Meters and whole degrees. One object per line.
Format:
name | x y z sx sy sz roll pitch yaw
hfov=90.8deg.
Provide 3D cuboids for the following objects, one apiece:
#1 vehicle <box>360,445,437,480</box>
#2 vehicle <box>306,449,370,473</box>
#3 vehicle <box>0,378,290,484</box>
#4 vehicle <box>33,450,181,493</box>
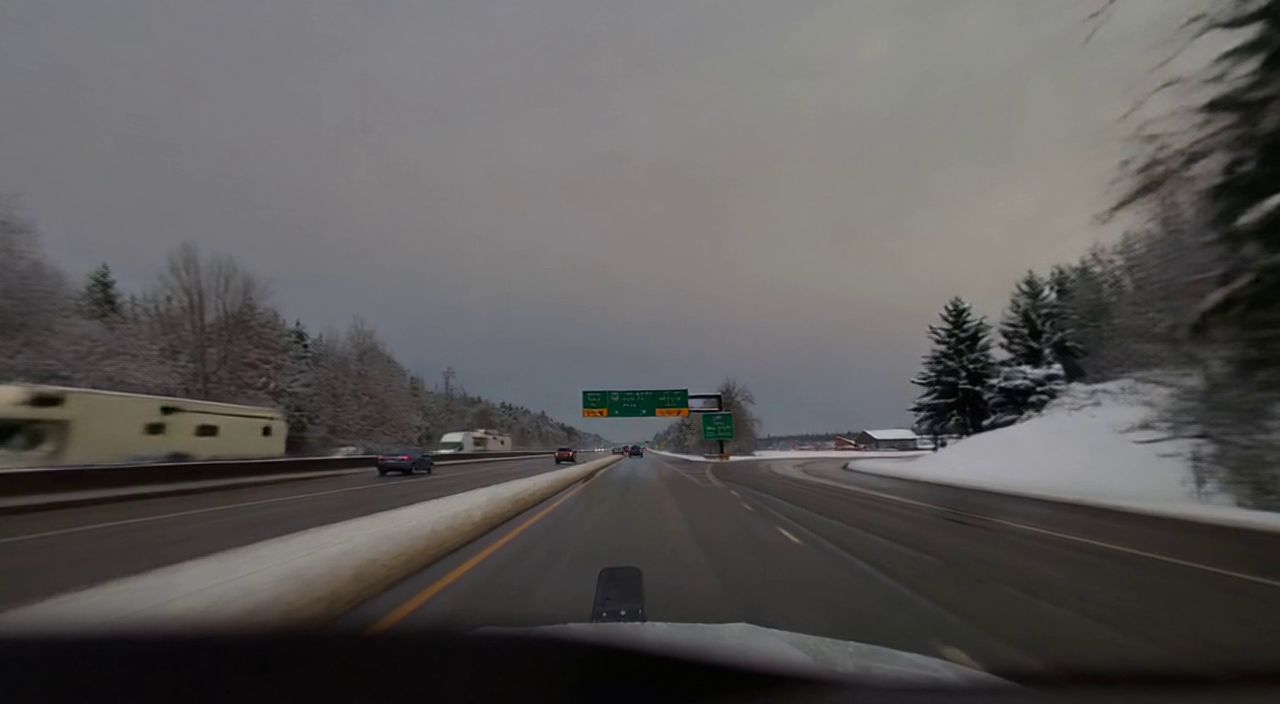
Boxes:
vehicle | -11.467 5.246 30.285 1.981 1.503 4.207 0 -8 1
vehicle | -19.378 6.976 40.699 2.293 1.429 3.739 0 -8 0
vehicle | -23.770 4.104 30.914 3.500 3.728 17.219 -1 -9 0
vehicle | -19.472 4.355 23.338 1.824 1.416 4.207 0 -9 0
